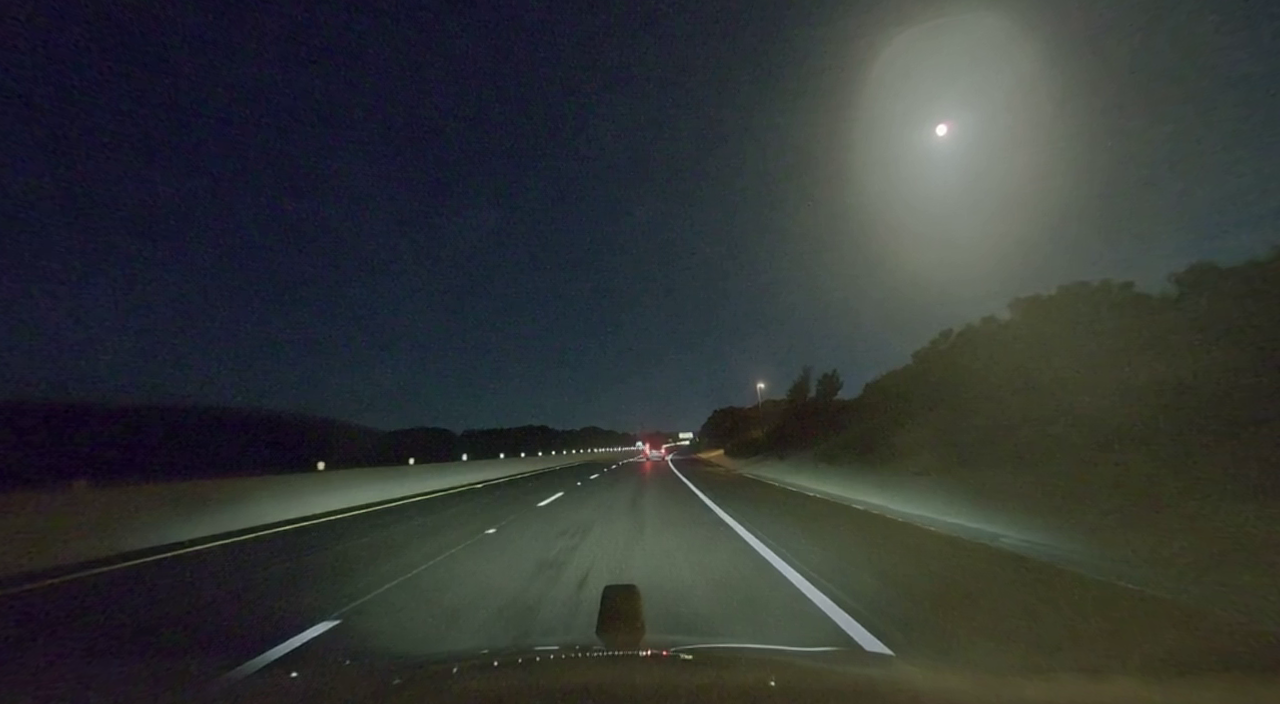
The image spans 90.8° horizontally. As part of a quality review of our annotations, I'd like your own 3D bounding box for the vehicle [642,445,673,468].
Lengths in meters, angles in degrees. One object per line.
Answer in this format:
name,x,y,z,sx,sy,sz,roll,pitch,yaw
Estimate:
vehicle,1.314,7.730,46.949,2.221,1.603,4.149,0,-9,2
